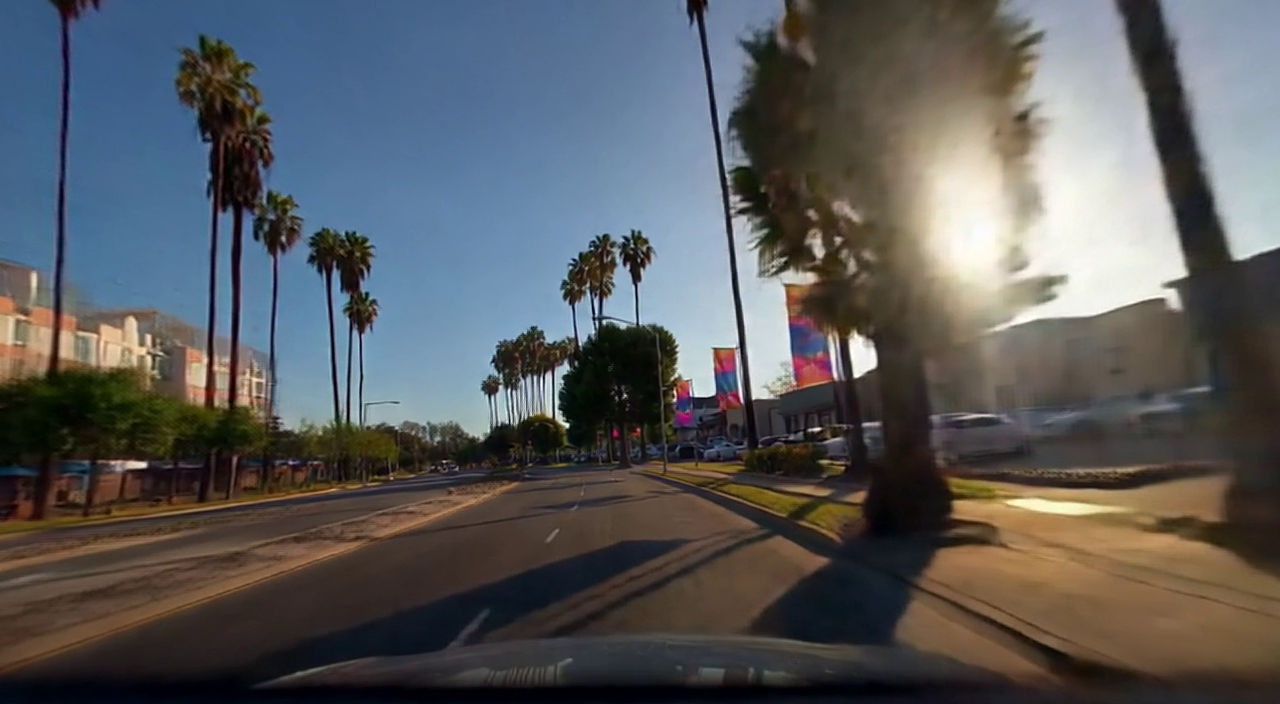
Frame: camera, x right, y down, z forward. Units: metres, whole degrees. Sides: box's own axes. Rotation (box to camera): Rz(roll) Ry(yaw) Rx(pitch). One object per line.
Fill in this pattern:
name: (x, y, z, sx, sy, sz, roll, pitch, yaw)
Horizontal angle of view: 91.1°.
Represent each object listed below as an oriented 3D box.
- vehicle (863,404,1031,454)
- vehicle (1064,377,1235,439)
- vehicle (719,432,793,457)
vehicle: (10.527, 2.692, 21.830, 4.671, 1.630, 2.200, 0, -9, 0)
vehicle: (19.738, 2.249, 24.585, 2.002, 1.686, 4.537, -2, -12, -27)
vehicle: (7.954, 6.388, 43.414, 4.636, 1.695, 2.025, 1, -9, -5)
